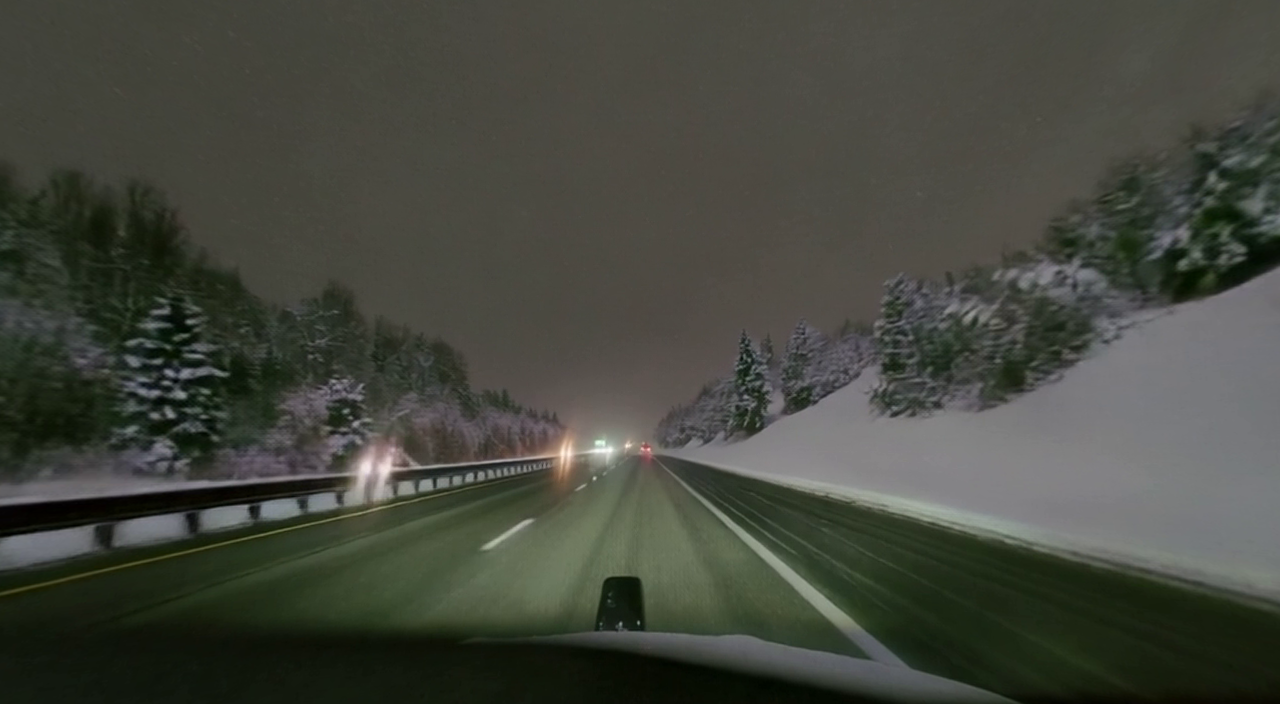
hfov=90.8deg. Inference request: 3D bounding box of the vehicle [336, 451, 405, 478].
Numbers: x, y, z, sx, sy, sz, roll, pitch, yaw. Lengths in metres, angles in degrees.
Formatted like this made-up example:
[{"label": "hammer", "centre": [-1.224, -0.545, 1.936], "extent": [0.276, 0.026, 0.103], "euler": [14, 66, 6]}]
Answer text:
[{"label": "vehicle", "centre": [-16.042, 6.689, 37.790], "extent": [2.139, 1.476, 4.335], "euler": [0, -9, 1]}]
